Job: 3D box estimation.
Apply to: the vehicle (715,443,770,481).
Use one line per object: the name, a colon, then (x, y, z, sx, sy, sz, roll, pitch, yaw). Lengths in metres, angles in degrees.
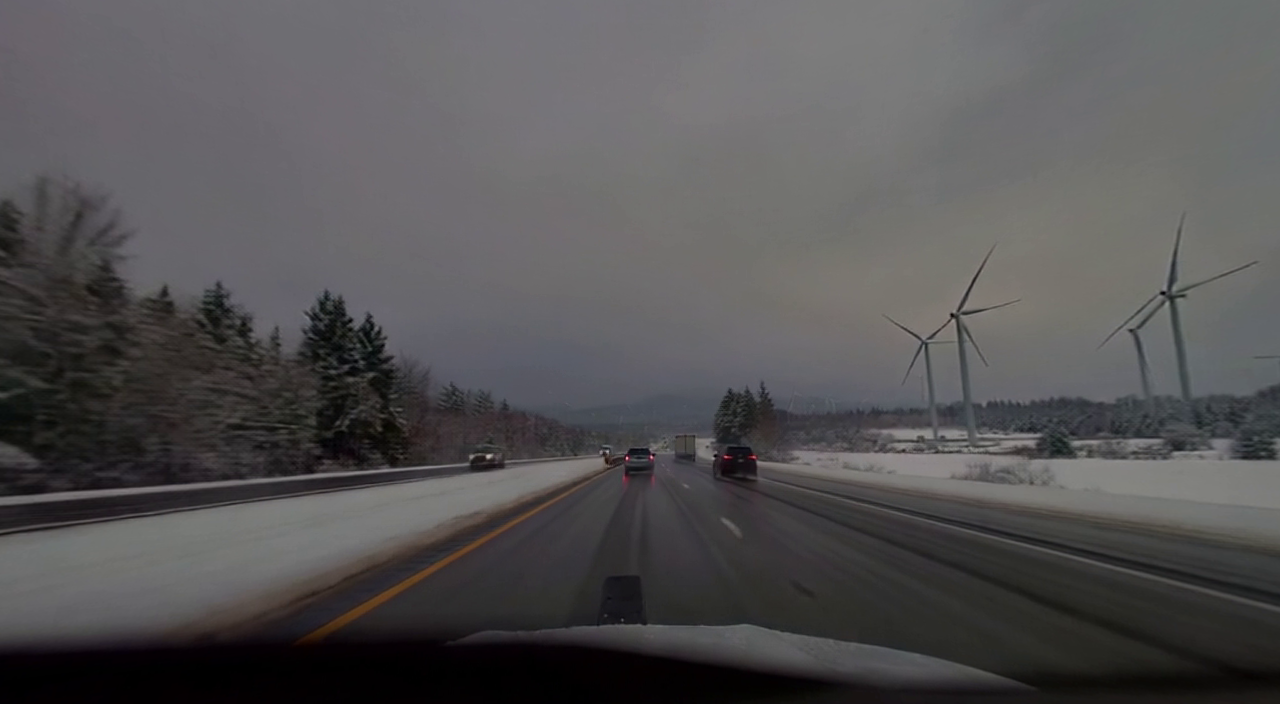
vehicle: (5.004, 5.462, 31.438, 2.040, 1.721, 4.507, 0, -9, 1)

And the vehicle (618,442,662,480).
vehicle: (0.016, 5.309, 30.810, 2.038, 1.723, 4.150, 0, -9, 0)

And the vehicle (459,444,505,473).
vehicle: (-12.019, 8.140, 48.210, 2.083, 2.091, 5.097, -1, -9, 1)
